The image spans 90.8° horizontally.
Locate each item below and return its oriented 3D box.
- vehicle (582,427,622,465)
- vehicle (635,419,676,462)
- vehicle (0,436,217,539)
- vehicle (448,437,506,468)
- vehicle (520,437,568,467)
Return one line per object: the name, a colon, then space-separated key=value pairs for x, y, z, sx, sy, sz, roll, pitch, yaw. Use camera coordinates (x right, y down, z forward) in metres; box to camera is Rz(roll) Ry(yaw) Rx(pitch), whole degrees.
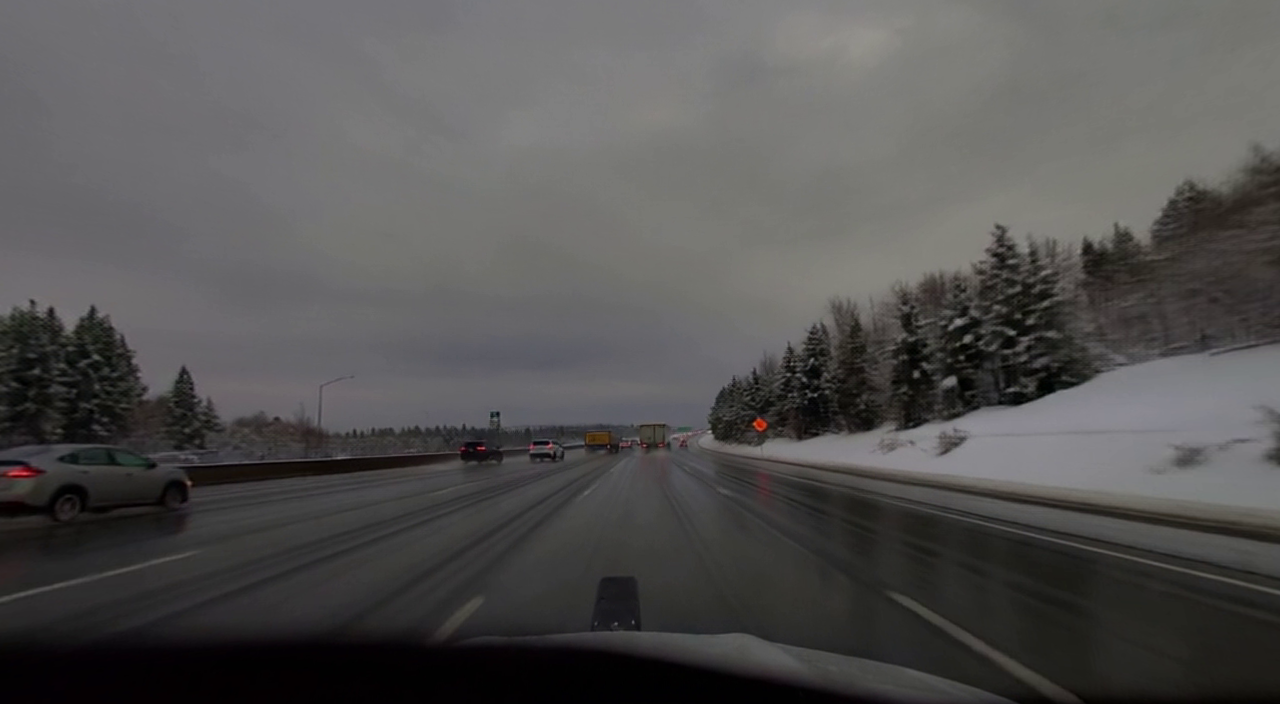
vehicle: x=-2.685 y=6.772 z=45.522 sx=2.328 sy=2.519 sz=5.238 roll=-1 pitch=-8 yaw=2
vehicle: x=1.101 y=6.440 z=46.061 sx=2.768 sy=2.854 sz=6.757 roll=0 pitch=-8 yaw=1
vehicle: x=-10.150 y=2.274 z=11.274 sx=1.952 sy=1.457 sz=4.689 roll=0 pitch=-8 yaw=0
vehicle: x=-10.038 y=6.257 z=39.398 sx=2.080 sy=1.777 sz=5.450 roll=0 pitch=-8 yaw=2
vehicle: x=-6.245 y=6.592 z=41.741 sx=2.206 sy=1.838 sz=4.889 roll=-1 pitch=-8 yaw=3
